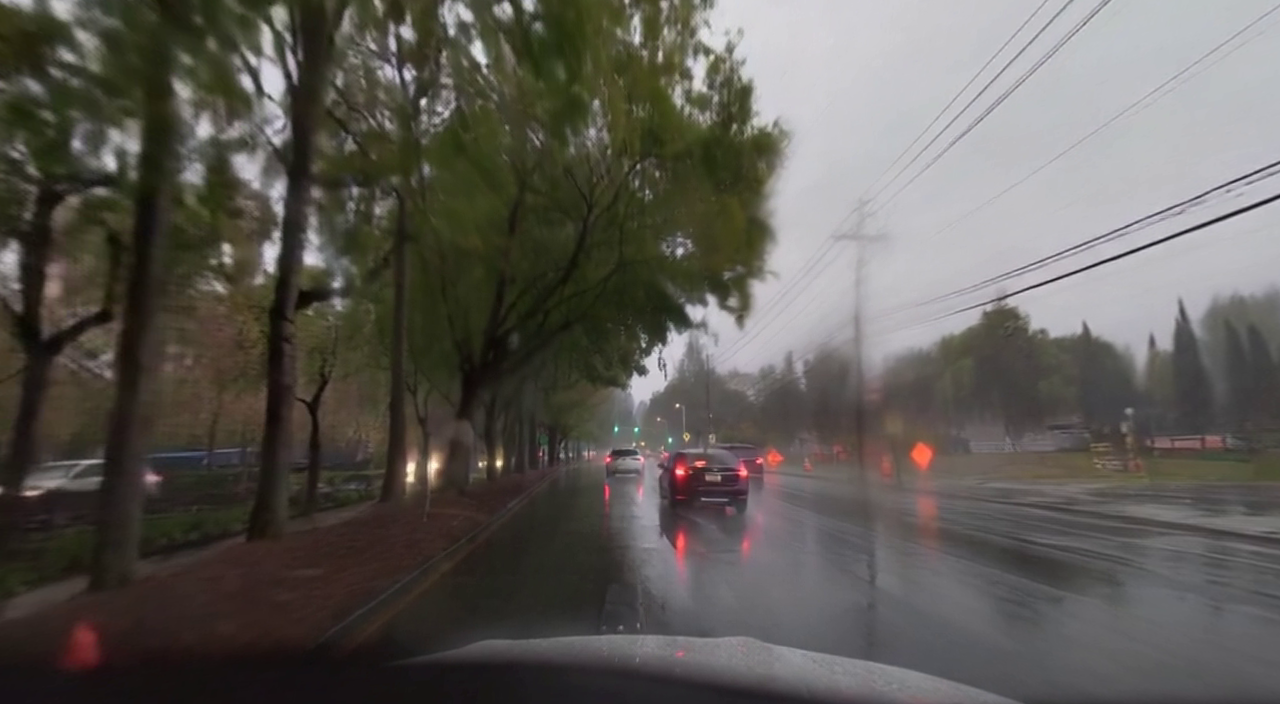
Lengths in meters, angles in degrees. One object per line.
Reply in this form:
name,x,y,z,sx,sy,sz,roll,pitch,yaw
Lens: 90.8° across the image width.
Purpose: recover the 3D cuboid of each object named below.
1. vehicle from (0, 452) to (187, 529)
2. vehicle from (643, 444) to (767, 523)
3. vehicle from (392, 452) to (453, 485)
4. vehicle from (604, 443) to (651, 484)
vehicle,-16.443,3.947,18.731,2.016,1.862,5.328,-1,-9,0
vehicle,1.259,2.860,14.383,1.977,1.460,4.565,0,-9,-5
vehicle,-12.670,6.794,37.091,1.971,1.712,4.400,-1,-9,0
vehicle,-0.531,5.164,29.533,2.050,1.745,3.915,-1,-9,0
